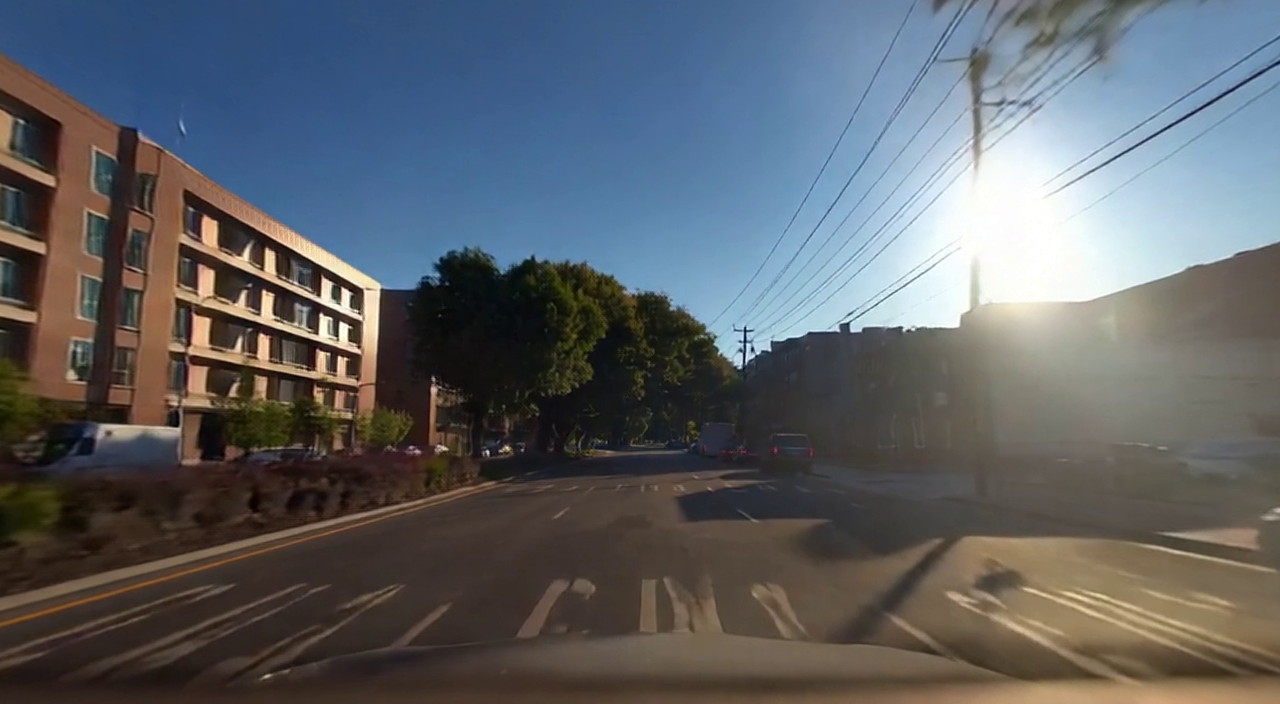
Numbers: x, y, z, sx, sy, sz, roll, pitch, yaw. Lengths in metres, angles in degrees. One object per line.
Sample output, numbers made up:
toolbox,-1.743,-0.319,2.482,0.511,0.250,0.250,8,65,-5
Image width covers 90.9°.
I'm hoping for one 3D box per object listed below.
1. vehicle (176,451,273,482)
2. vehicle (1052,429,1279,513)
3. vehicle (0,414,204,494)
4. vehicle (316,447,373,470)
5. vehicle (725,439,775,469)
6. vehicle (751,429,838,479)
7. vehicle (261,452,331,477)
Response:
vehicle,-22.284,6.128,34.067,1.877,1.473,4.892,0,-8,1
vehicle,11.848,2.582,14.238,1.970,1.551,4.713,0,-8,1
vehicle,-22.328,4.250,26.628,2.397,2.865,7.296,0,-8,1
vehicle,-22.055,7.977,47.250,1.778,1.533,4.967,-2,-8,2
vehicle,7.199,6.768,42.016,2.258,1.845,5.381,0,-8,-1
vehicle,7.061,4.763,29.670,2.563,2.090,6.077,0,-8,0
vehicle,-22.072,7.211,40.645,1.907,1.404,4.413,-1,-8,3
